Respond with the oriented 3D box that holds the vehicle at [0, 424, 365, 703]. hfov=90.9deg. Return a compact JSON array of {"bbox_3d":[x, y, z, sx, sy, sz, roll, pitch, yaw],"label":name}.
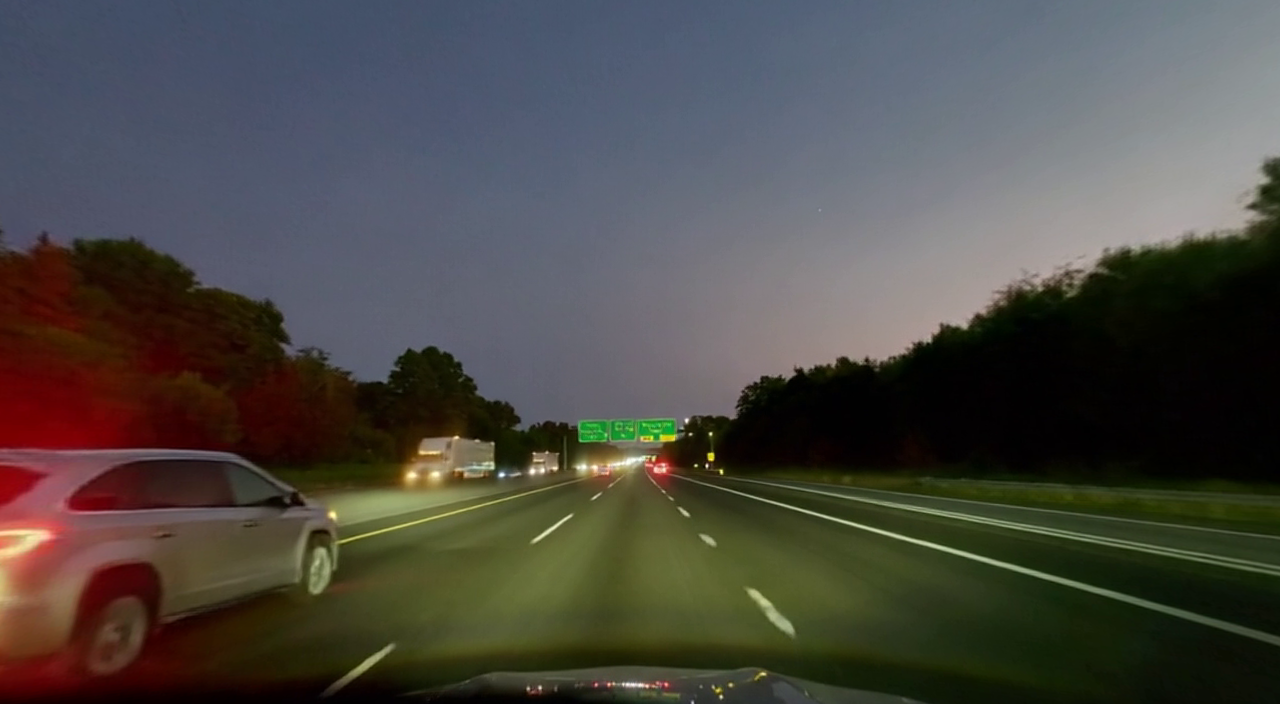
[{"bbox_3d":[-3.740,1.245,3.933,1.998,1.427,4.462,1,-10,0],"label":"vehicle"}]
